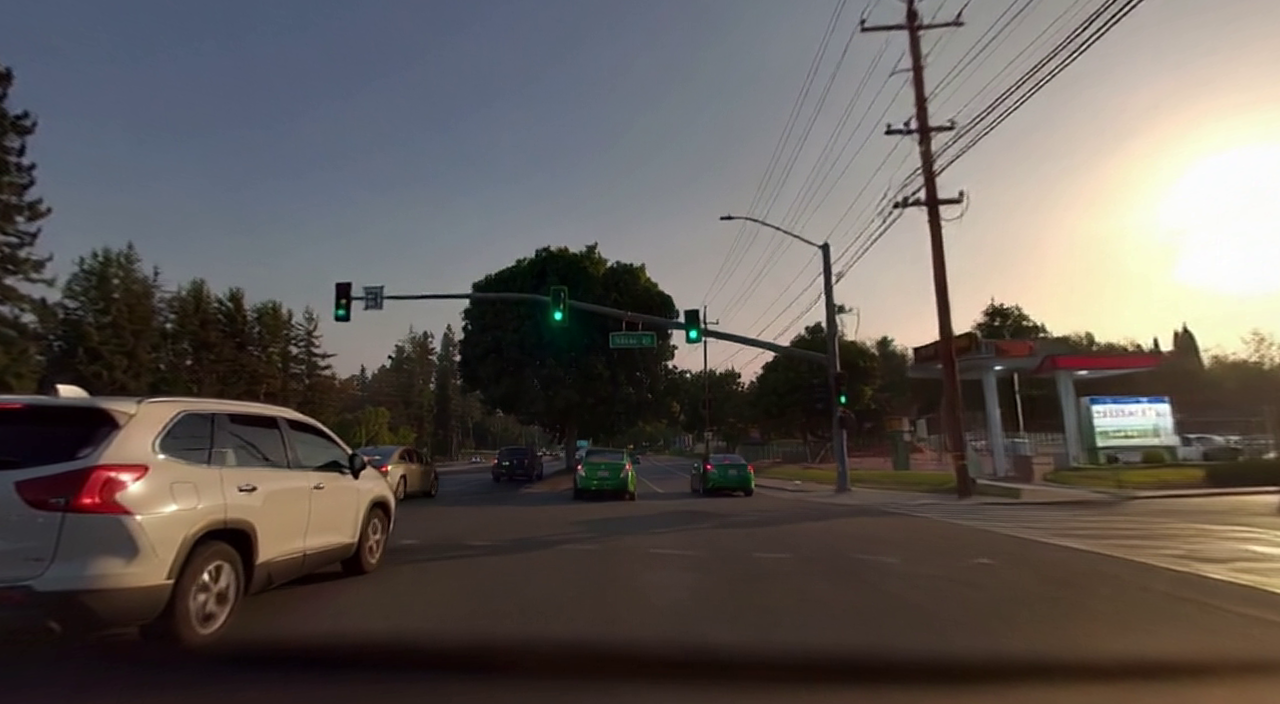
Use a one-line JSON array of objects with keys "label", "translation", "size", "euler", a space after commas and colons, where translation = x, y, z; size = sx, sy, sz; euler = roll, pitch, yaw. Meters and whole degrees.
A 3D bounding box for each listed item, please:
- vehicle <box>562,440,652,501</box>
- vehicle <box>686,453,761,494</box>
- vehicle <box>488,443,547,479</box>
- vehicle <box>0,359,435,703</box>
[{"label": "vehicle", "translation": [-0.809, 3.191, 17.412], "size": [2.189, 1.437, 4.135], "euler": [0, -9, 0]}, {"label": "vehicle", "translation": [2.930, 4.375, 23.127], "size": [2.065, 1.302, 4.416], "euler": [0, -9, -1]}, {"label": "vehicle", "translation": [-7.027, 6.336, 36.929], "size": [2.385, 1.918, 5.056], "euler": [0, -9, 0]}, {"label": "vehicle", "translation": [-3.422, 1.191, 5.261], "size": [1.922, 1.642, 4.547], "euler": [0, -9, -1]}]
